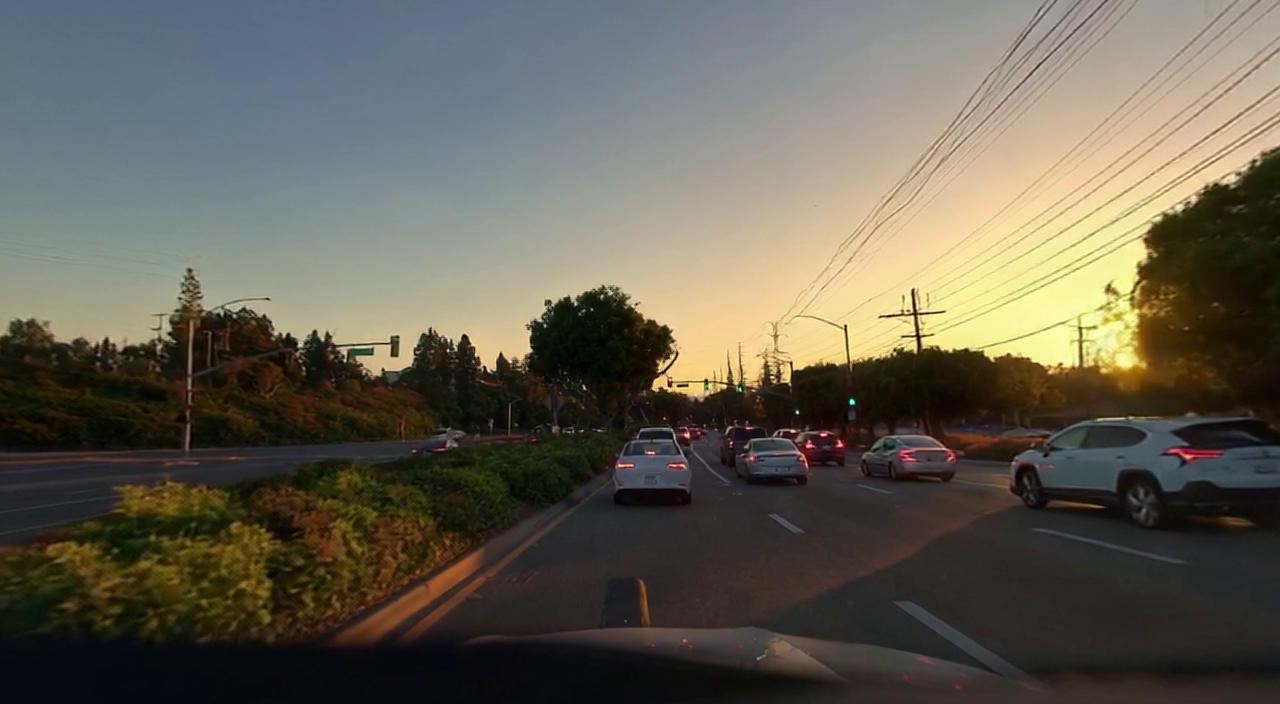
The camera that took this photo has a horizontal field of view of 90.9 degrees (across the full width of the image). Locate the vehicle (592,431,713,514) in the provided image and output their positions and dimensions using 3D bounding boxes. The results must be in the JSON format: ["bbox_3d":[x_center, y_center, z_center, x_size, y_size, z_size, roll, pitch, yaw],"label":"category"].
[{"bbox_3d":[0.266,2.526,13.730,2.208,1.498,4.401,0,-8,1],"label":"vehicle"}]

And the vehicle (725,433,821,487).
[{"bbox_3d":[3.944,3.306,19.554,2.028,1.454,4.531,0,-8,0],"label":"vehicle"}]

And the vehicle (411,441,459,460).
[{"bbox_3d":[-15.827,7.610,48.932,1.986,1.404,4.177,-1,-8,5],"label":"vehicle"}]

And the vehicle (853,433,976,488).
[{"bbox_3d":[8.199,3.277,19.350,1.905,1.483,4.469,-1,-8,3],"label":"vehicle"}]

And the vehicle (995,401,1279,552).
[{"bbox_3d":[8.281,1.864,10.146,2.195,1.802,5.051,0,-8,1],"label":"vehicle"}]
